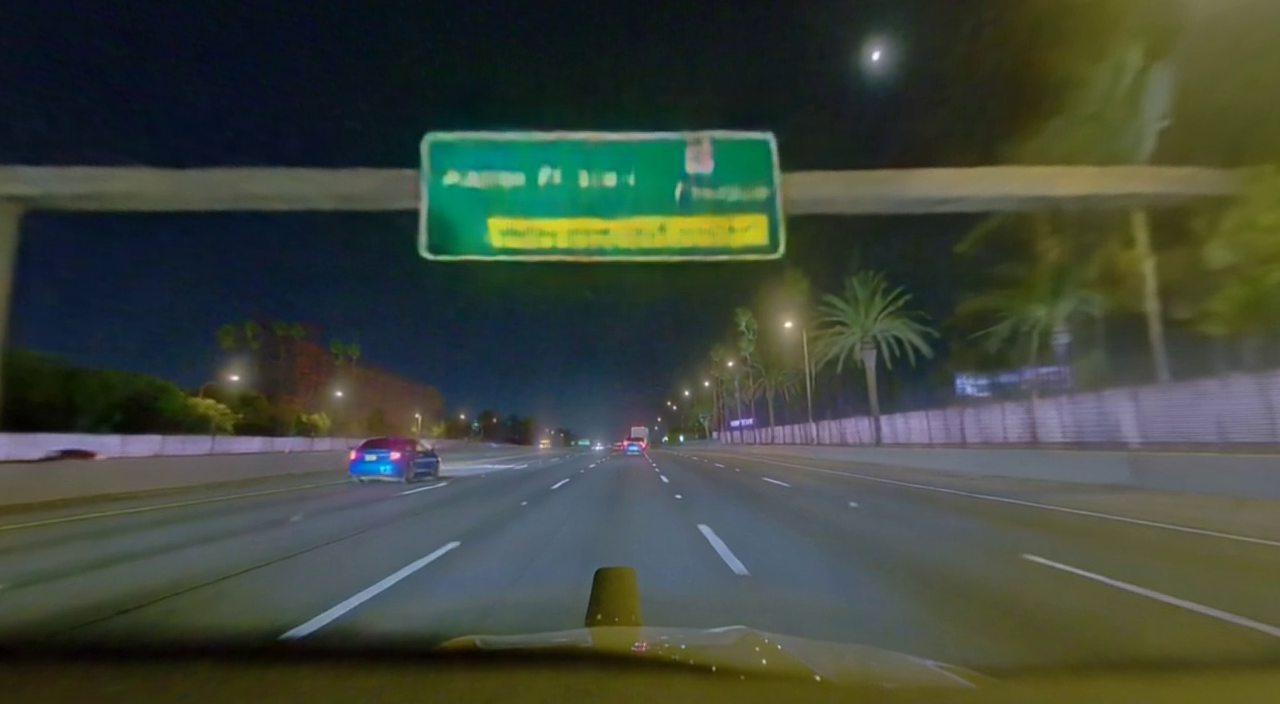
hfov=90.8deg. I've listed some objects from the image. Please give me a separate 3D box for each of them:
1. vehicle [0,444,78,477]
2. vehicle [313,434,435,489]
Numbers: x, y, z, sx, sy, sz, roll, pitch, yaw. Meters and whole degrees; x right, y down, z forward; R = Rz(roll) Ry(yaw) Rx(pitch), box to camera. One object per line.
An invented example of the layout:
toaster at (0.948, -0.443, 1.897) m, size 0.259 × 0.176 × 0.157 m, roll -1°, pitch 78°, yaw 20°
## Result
vehicle at (-36.249, 6.210, 36.374) m, size 2.363 × 1.746 × 5.748 m, roll 0°, pitch -9°, yaw 1°
vehicle at (-8.361, 3.478, 20.390) m, size 1.971 × 1.552 × 4.465 m, roll 0°, pitch -9°, yaw 0°
